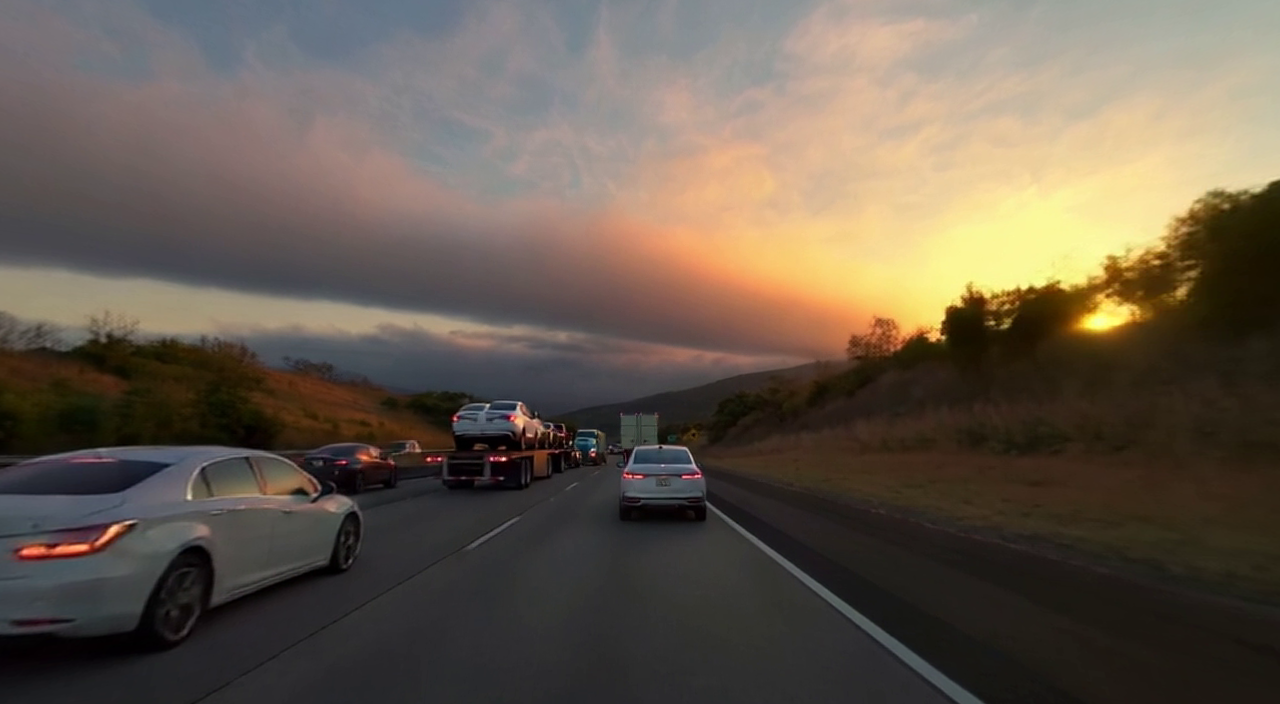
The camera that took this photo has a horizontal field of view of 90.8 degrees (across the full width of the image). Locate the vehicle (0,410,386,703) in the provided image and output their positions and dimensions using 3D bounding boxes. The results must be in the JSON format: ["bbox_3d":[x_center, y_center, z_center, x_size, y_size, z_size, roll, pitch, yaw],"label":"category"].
[{"bbox_3d":[-3.663,1.229,4.210,1.947,1.470,4.526,0,-9,2],"label":"vehicle"}]

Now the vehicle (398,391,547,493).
[{"bbox_3d":[-2.937,1.726,12.060,2.031,1.594,4.103,1,-9,-5],"label":"vehicle"}]

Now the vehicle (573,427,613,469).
[{"bbox_3d":[-3.251,6.870,44.997,2.289,2.710,6.726,0,-9,0],"label":"vehicle"}]

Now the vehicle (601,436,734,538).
[{"bbox_3d":[0.391,2.286,11.212,1.991,1.507,3.391,0,-9,0],"label":"vehicle"}]
